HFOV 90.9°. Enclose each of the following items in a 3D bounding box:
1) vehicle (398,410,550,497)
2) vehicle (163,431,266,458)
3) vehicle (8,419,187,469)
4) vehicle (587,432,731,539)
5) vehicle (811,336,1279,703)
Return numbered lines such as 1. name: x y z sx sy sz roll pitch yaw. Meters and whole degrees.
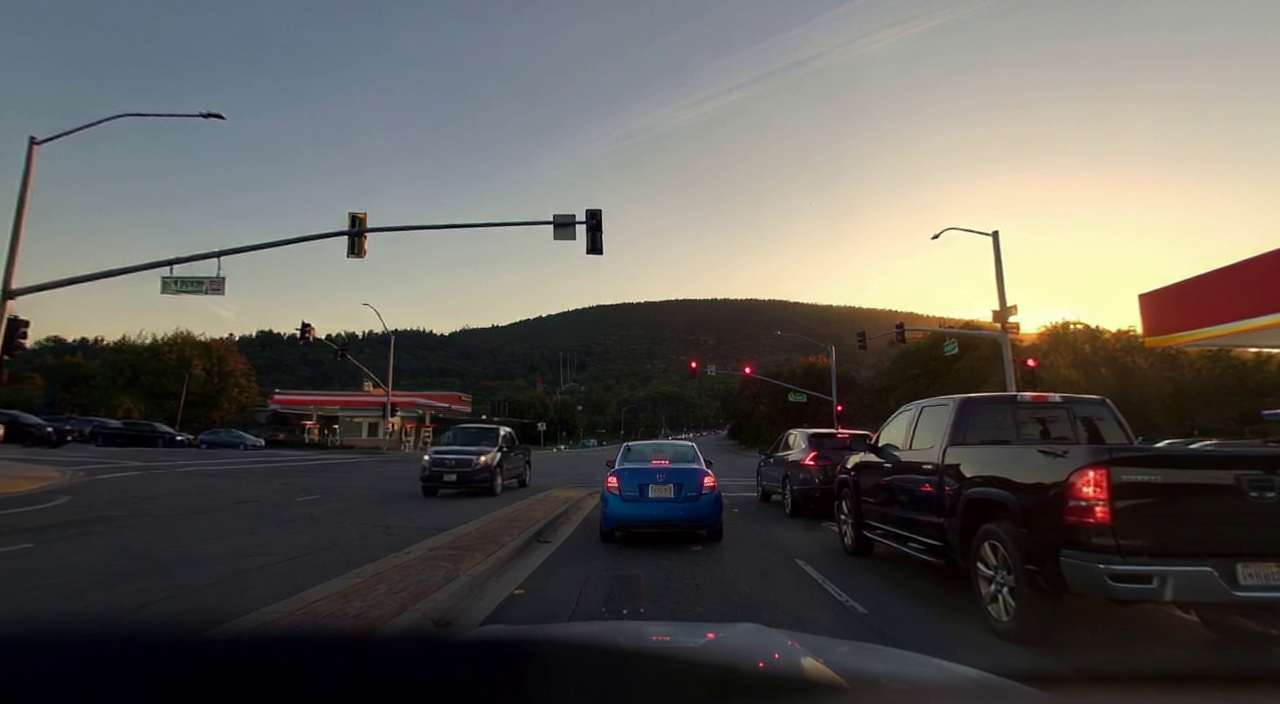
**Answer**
1. vehicle: -4.537 2.929 18.506 2.615 2.031 5.638 2 -8 3
2. vehicle: -23.085 5.017 34.313 4.326 1.420 1.798 -1 -8 4
3. vehicle: -19.668 3.356 23.026 4.742 1.720 2.107 -1 -8 5
4. vehicle: 0.267 2.163 10.853 2.027 1.494 3.824 0 -8 0
5. vehicle: 3.584 1.294 5.893 2.277 1.871 6.143 0 -8 0
